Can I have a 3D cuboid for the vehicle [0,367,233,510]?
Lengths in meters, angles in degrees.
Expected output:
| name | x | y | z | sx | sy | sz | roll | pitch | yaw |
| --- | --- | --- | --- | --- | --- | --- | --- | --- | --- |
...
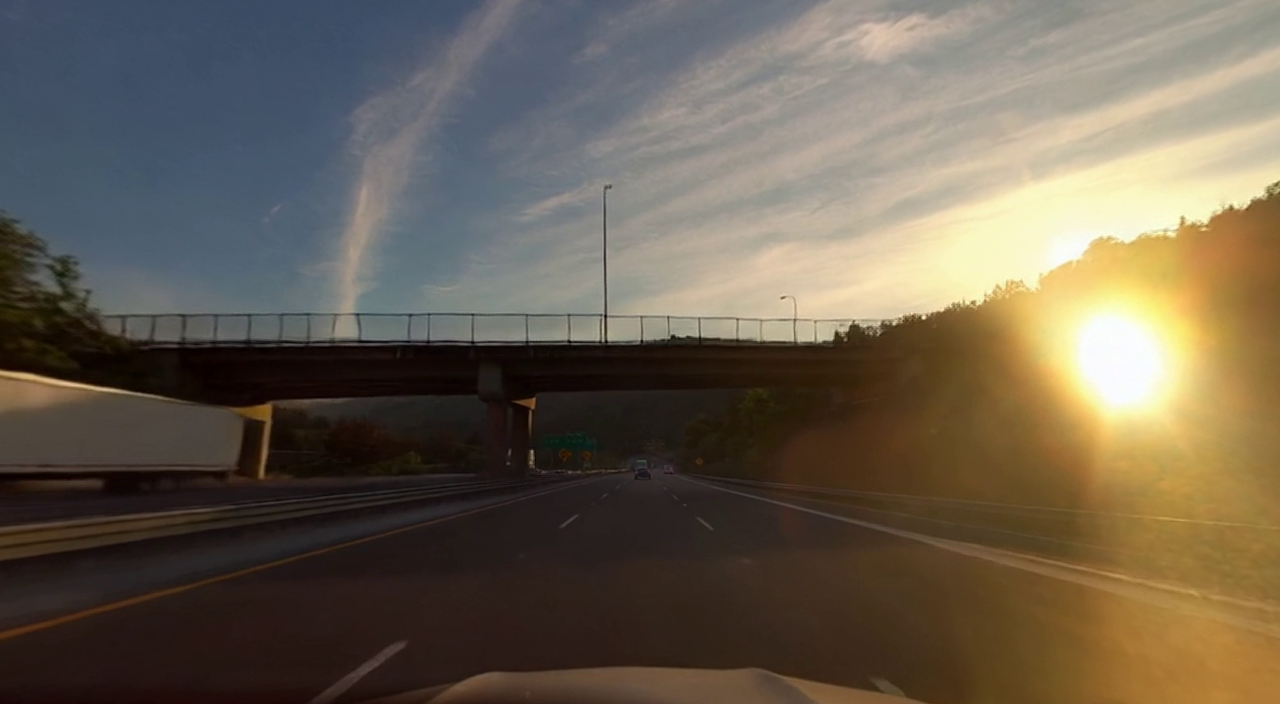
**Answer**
| name | x | y | z | sx | sy | sz | roll | pitch | yaw |
| --- | --- | --- | --- | --- | --- | --- | --- | --- | --- |
| vehicle | -19.736 | 3.101 | 21.332 | 2.893 | 4.010 | 13.120 | 1 | -11 | 0 |
